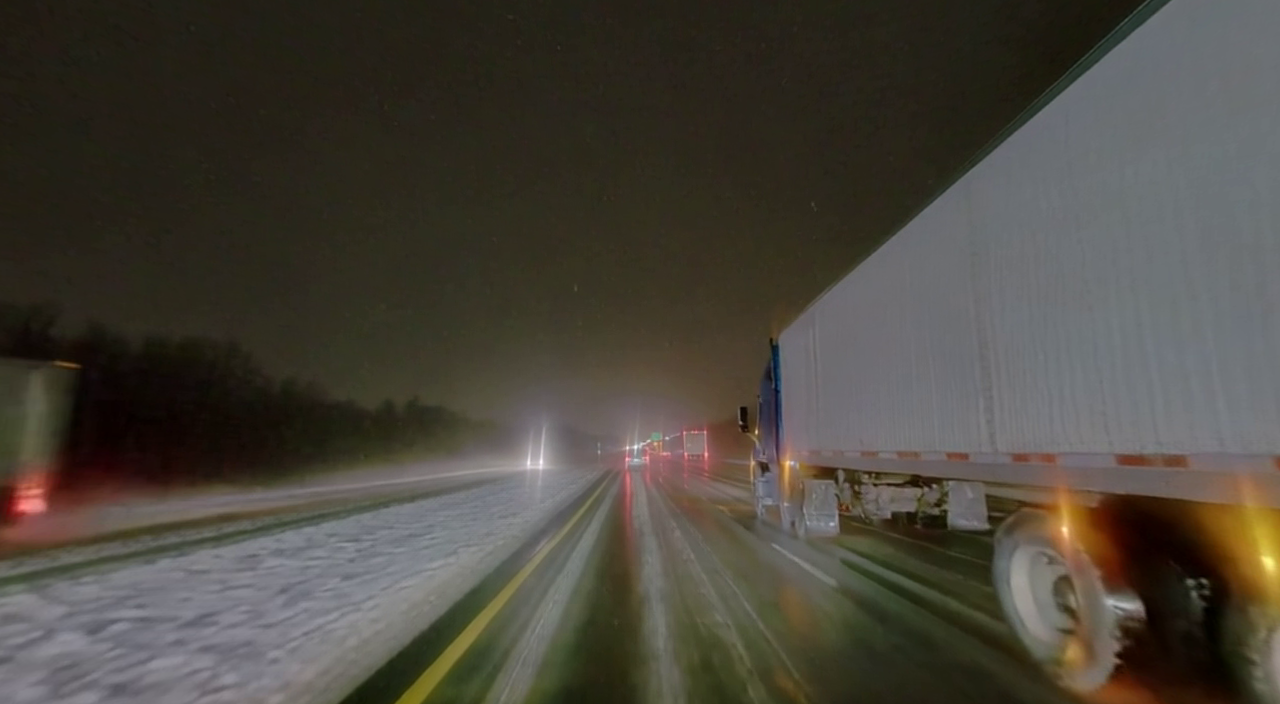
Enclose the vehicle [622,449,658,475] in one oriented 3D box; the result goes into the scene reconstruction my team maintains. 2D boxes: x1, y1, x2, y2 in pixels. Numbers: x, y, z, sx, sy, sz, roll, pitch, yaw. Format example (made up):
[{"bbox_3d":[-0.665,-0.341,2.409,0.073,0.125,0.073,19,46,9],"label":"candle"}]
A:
[{"bbox_3d":[-0.048,6.574,37.687,2.083,1.473,3.923,0,-9,-1],"label":"vehicle"}]
